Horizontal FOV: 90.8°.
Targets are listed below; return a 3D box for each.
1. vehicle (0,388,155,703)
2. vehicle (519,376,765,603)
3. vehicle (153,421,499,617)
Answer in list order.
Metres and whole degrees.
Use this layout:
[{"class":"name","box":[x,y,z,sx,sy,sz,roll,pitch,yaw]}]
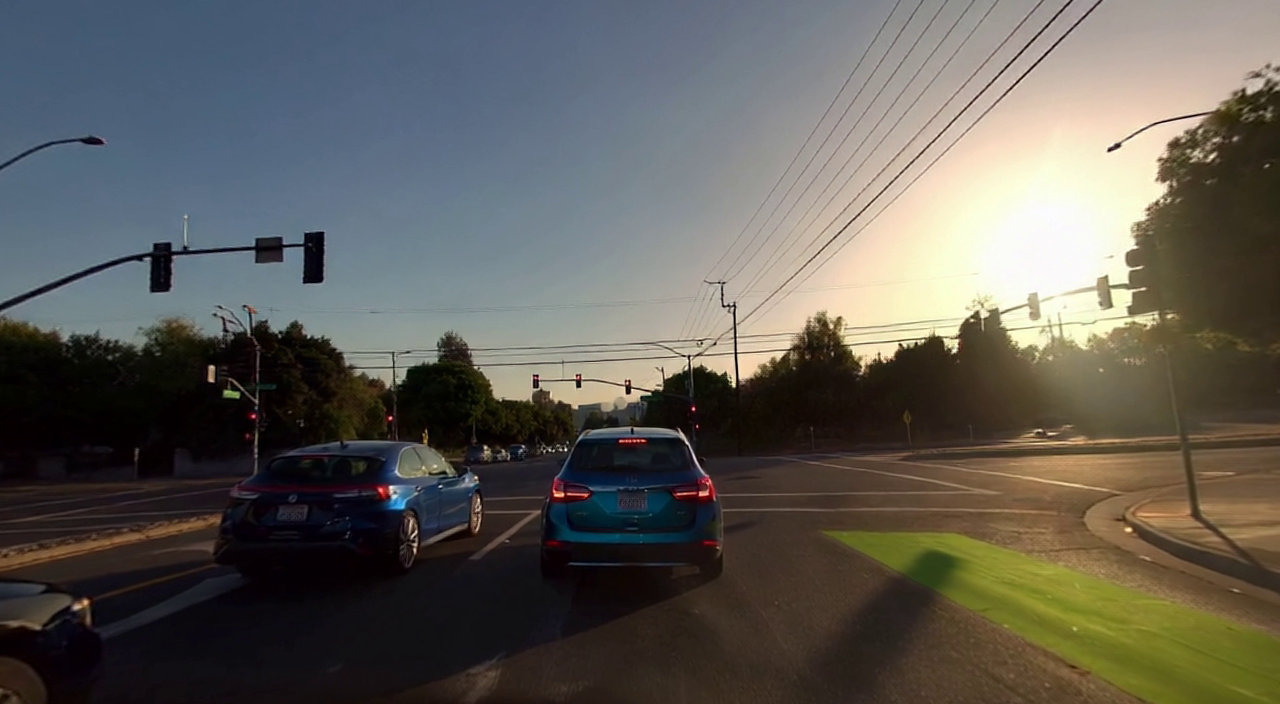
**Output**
[{"class":"vehicle","box":[-3.469,0.620,0.403,2.138,1.488,5.327,0,-8,0]},{"class":"vehicle","box":[-0.020,1.566,7.936,2.036,1.885,5.196,0,-9,-1]},{"class":"vehicle","box":[-2.902,1.622,6.932,1.726,1.506,3.840,0,-9,1]}]
